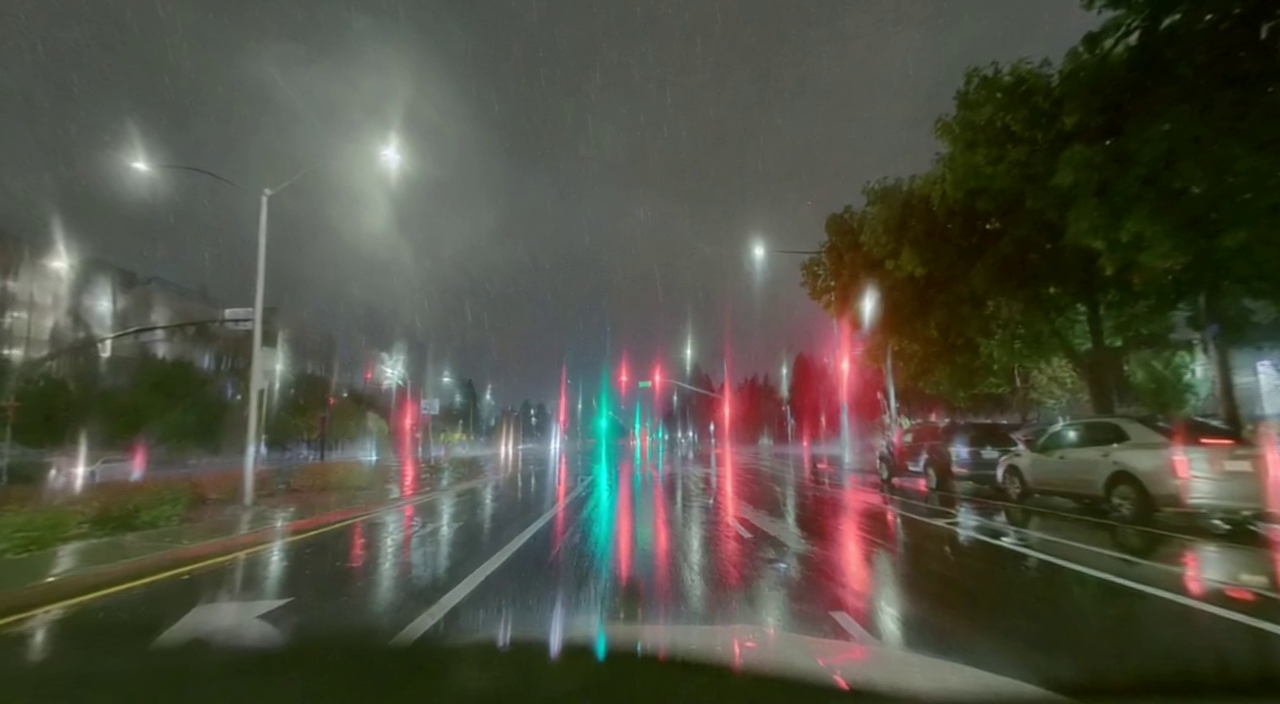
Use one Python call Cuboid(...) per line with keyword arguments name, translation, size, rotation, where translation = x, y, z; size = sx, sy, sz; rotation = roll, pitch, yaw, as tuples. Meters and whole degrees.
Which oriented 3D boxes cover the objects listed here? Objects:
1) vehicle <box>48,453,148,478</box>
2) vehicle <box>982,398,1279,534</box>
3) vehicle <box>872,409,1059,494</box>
Cuboid(name="vehicle", translation=(-35.399, 7.410, 41.321), size=(4.721, 1.464, 1.868), rotation=(0, -8, -1))
Cuboid(name="vehicle", translation=(7.988, 1.792, 10.429), size=(2.111, 1.710, 4.725), rotation=(-1, -8, 1))
Cuboid(name="vehicle", translation=(8.059, 2.546, 16.367), size=(2.100, 1.828, 4.879), rotation=(0, -8, -2))
